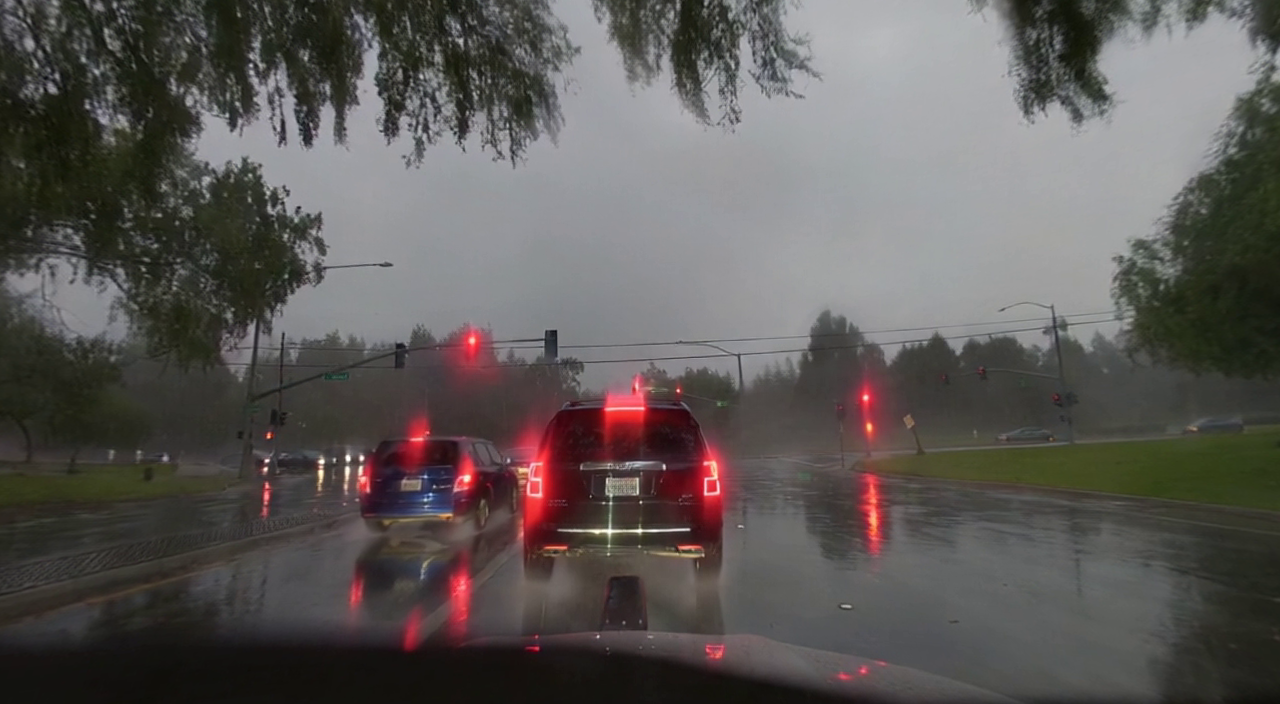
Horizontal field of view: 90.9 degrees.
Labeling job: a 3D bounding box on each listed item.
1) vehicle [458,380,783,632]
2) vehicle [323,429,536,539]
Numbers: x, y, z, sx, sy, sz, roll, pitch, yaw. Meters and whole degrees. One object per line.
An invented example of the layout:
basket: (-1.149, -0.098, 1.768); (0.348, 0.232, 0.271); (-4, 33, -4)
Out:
vehicle: (-0.160, 1.392, 6.626); (2.298, 1.770, 4.138); (0, -8, -1)
vehicle: (-3.363, 2.220, 11.395); (2.061, 1.504, 5.142); (0, -8, 0)
